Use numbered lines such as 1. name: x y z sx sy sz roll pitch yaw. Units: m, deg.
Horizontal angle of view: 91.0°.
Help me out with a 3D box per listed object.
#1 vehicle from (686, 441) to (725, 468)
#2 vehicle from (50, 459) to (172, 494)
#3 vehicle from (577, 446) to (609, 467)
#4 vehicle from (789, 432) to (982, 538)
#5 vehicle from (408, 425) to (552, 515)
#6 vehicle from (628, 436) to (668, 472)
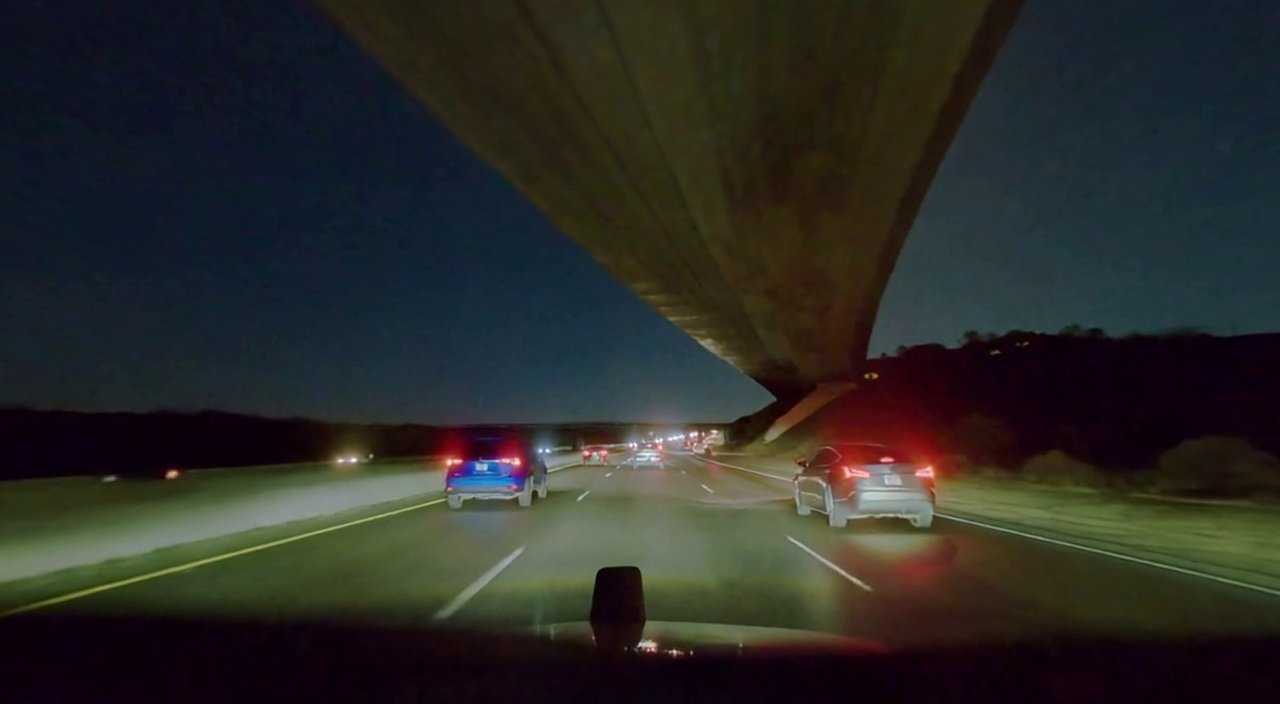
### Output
1. vehicle: 4.588 7.268 44.995 2.231 1.807 4.588 0 -9 -1
2. vehicle: -26.105 6.124 31.339 1.860 1.516 4.638 0 -9 3
3. vehicle: -3.390 7.593 45.932 1.994 1.475 4.171 0 -9 0
4. vehicle: 4.123 2.276 11.353 1.959 1.554 3.795 0 -9 1
5. vehicle: -3.491 2.684 14.798 2.089 1.751 4.515 0 -9 1
6. vehicle: 0.440 5.827 36.146 2.155 1.909 4.529 0 -9 0
